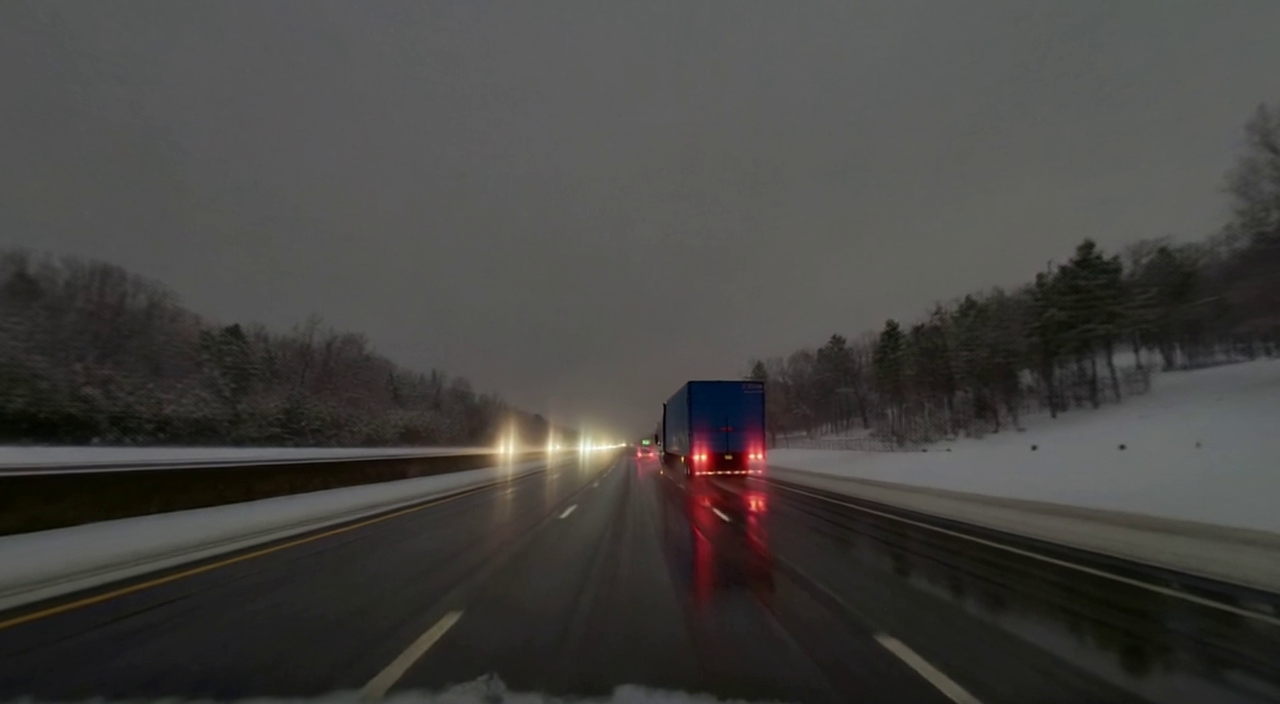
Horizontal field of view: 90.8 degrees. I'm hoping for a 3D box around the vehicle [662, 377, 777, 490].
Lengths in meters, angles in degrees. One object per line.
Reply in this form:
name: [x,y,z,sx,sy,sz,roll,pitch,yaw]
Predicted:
vehicle: [3.209,4.245,31.481,3.462,4.177,16.311,0,-9,0]
